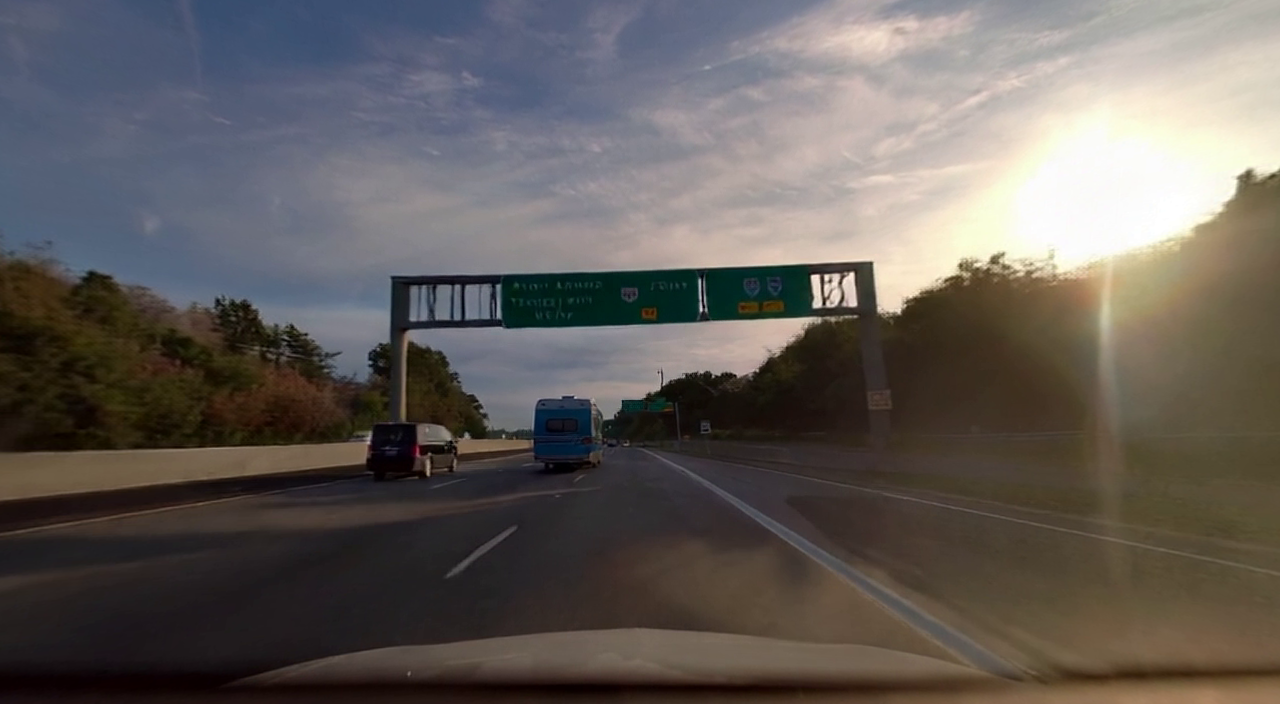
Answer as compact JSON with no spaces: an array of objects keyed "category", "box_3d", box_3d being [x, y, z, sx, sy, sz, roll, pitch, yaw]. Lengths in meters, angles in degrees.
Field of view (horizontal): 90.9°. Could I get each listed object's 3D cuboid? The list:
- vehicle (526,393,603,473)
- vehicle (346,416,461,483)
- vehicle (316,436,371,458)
[{"category":"vehicle","box_3d":[-3.312,3.838,29.654,2.676,3.269,7.388,0,-8,0]},{"category":"vehicle","box_3d":[-7.336,3.050,20.053,2.045,1.873,4.202,0,-8,0]},{"category":"vehicle","box_3d":[-20.537,6.573,43.819,1.793,1.439,4.273,0,-8,-1]}]
